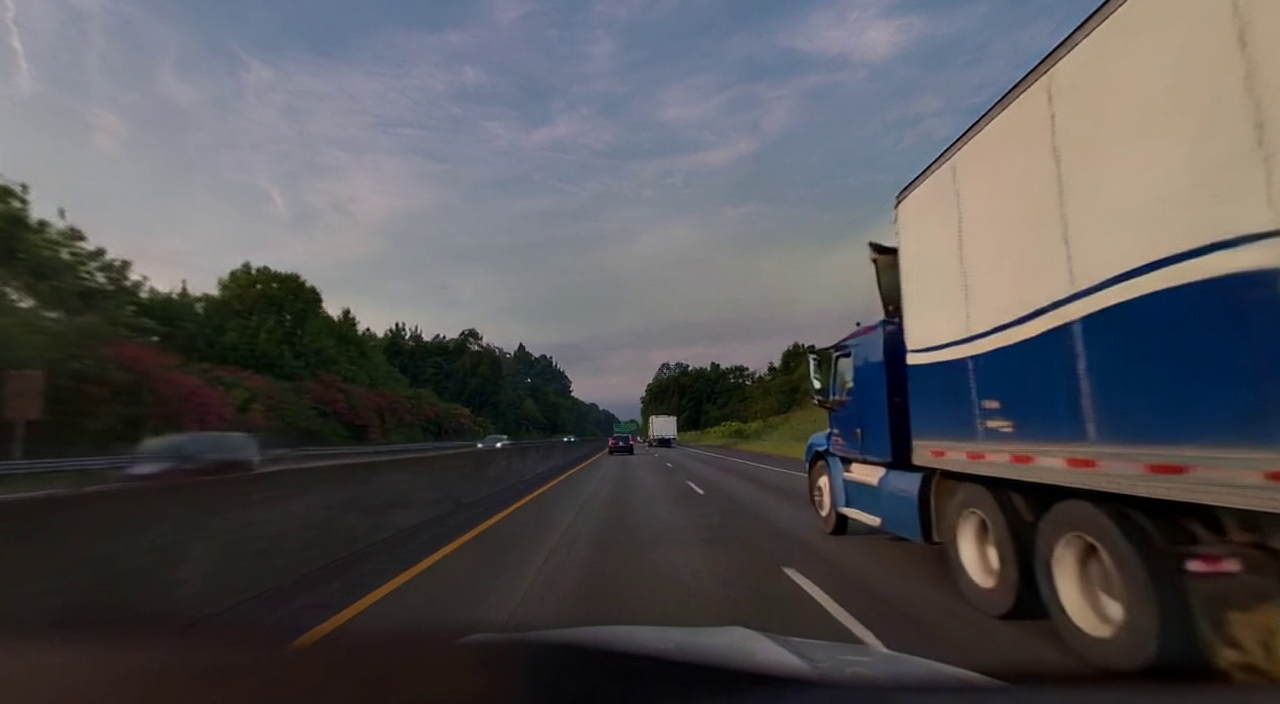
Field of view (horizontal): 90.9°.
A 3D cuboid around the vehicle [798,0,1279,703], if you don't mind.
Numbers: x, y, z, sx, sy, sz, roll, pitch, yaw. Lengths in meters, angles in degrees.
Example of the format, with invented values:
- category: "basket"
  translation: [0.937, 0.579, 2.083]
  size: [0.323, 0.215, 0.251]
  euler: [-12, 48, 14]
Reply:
- category: "vehicle"
  translation: [4.055, 0.045, 4.975]
  size: [2.955, 3.940, 9.037]
  euler: [0, -8, -2]

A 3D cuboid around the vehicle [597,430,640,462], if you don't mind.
- category: "vehicle"
  translation: [-1.078, 4.882, 32.822]
  size: [2.095, 1.557, 3.963]
  euler: [0, -8, -1]

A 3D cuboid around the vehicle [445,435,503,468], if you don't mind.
- category: "vehicle"
  translation: [-9.356, 5.642, 35.972]
  size: [2.131, 1.735, 4.711]
  euler: [0, -8, -1]

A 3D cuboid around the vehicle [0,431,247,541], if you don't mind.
- category: "vehicle"
  translation: [-10.416, 2.549, 12.851]
  size: [1.996, 1.822, 4.451]
  euler: [0, -8, -2]
